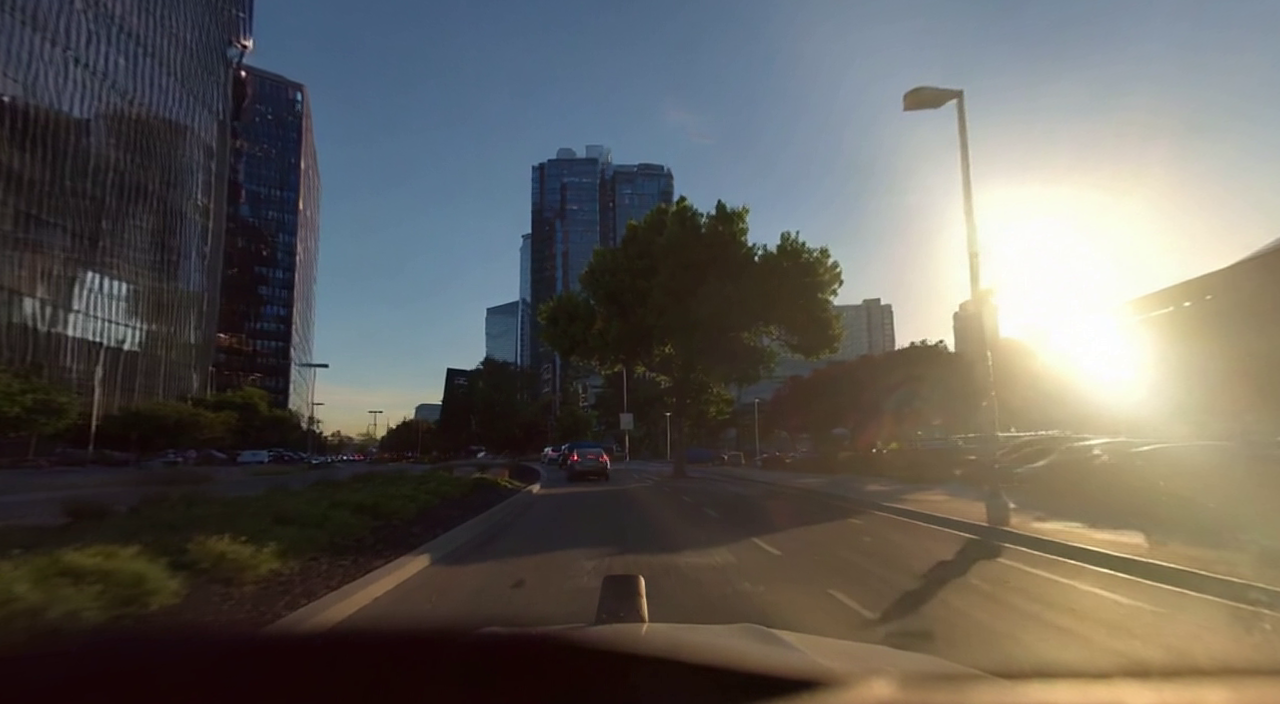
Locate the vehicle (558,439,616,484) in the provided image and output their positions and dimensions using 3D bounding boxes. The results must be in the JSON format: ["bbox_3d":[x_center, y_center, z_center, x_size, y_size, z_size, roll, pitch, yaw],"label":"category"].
[{"bbox_3d":[-2.179,4.497,26.143,2.183,1.675,4.319,1,-9,-4],"label":"vehicle"}]
